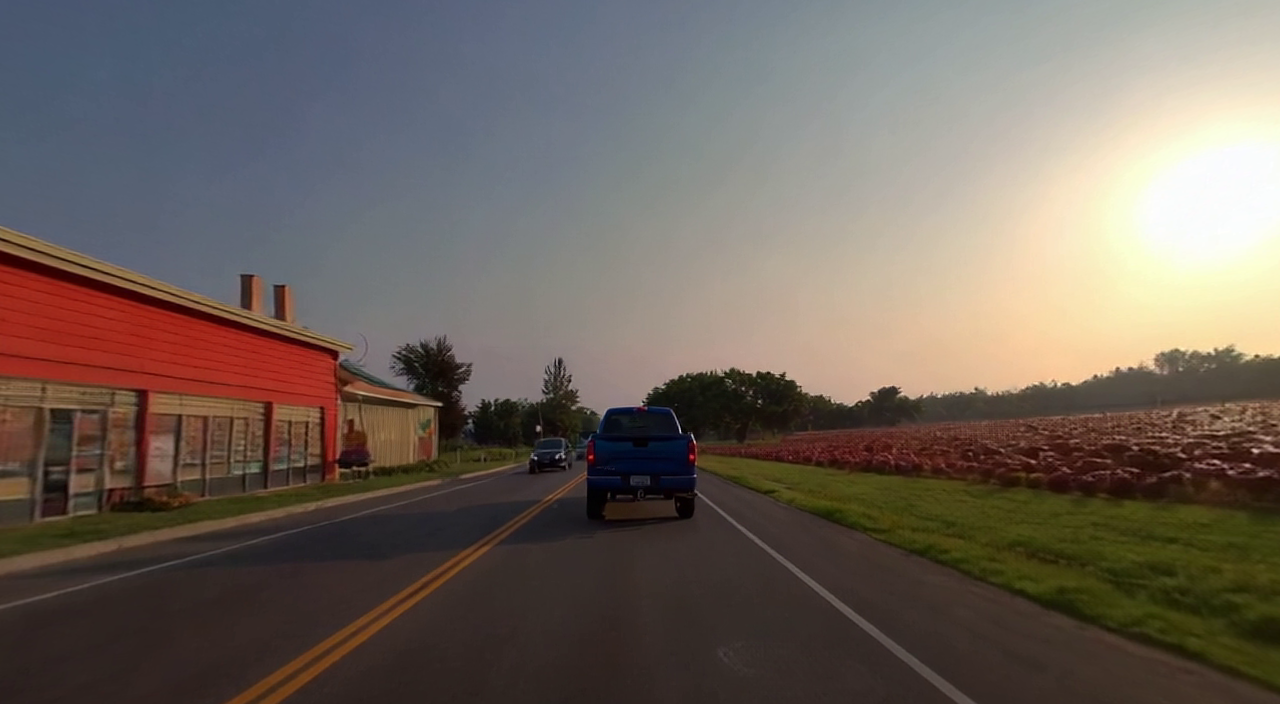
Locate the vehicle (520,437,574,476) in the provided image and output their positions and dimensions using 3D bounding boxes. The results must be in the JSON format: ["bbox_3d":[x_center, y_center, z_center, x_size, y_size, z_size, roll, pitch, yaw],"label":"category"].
[{"bbox_3d":[-4.604,5.245,31.918,2.081,1.681,4.325,-3,-8,-1],"label":"vehicle"}]

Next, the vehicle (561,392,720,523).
[{"bbox_3d":[-0.071,2.226,13.794,2.693,2.223,5.885,0,-8,-2],"label":"vehicle"}]
